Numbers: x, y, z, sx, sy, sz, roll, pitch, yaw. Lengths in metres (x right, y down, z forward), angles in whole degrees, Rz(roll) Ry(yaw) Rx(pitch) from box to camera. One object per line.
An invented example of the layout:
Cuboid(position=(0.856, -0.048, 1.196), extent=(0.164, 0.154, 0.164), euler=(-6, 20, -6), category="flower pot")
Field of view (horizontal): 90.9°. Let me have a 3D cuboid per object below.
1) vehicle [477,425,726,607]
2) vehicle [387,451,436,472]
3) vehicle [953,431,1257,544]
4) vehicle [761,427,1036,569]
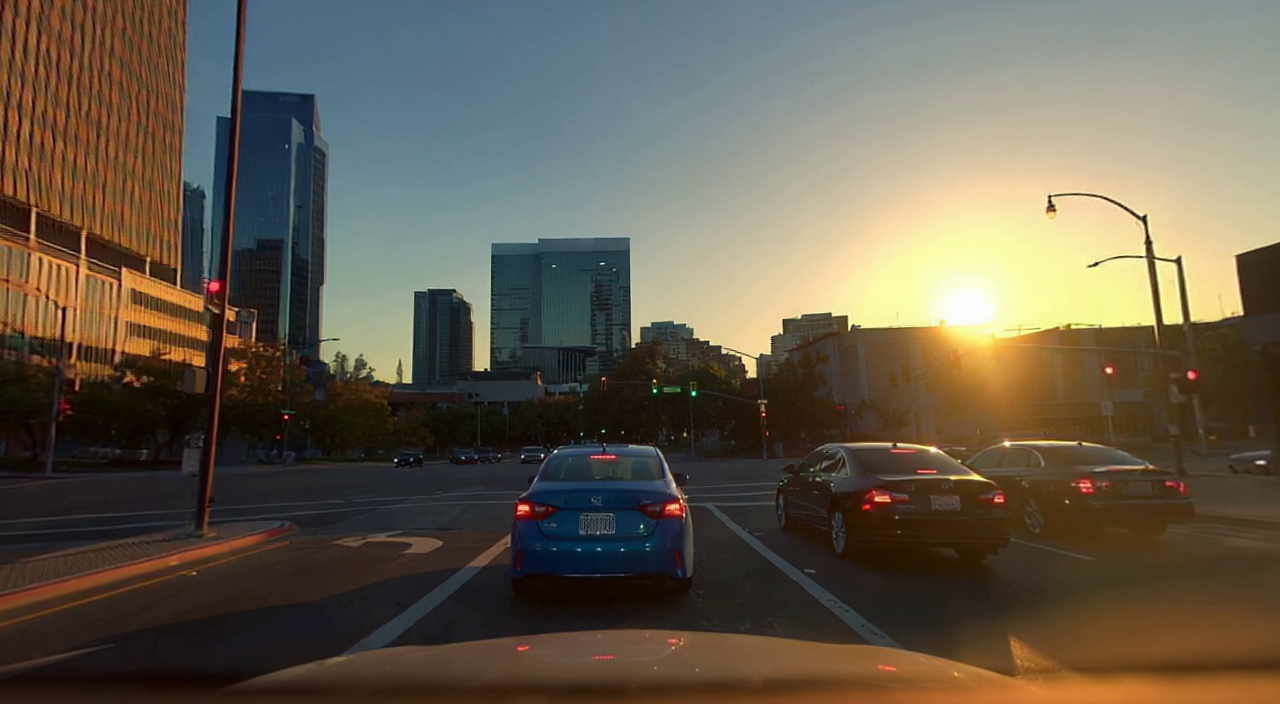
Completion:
Cuboid(position=(-0.368, 1.655, 7.287), extent=(2.059, 1.477, 3.988), euler=(0, -8, -1), category="vehicle")
Cuboid(position=(-17.098, 8.189, 47.381), extent=(2.048, 1.463, 4.530), euler=(0, -8, -1), category="vehicle")
Cuboid(position=(7.443, 2.165, 10.785), extent=(1.908, 1.517, 4.182), euler=(0, -8, -1), category="vehicle")
Cuboid(position=(3.215, 1.889, 8.969), extent=(2.042, 1.508, 4.109), euler=(0, -8, -2), category="vehicle")
